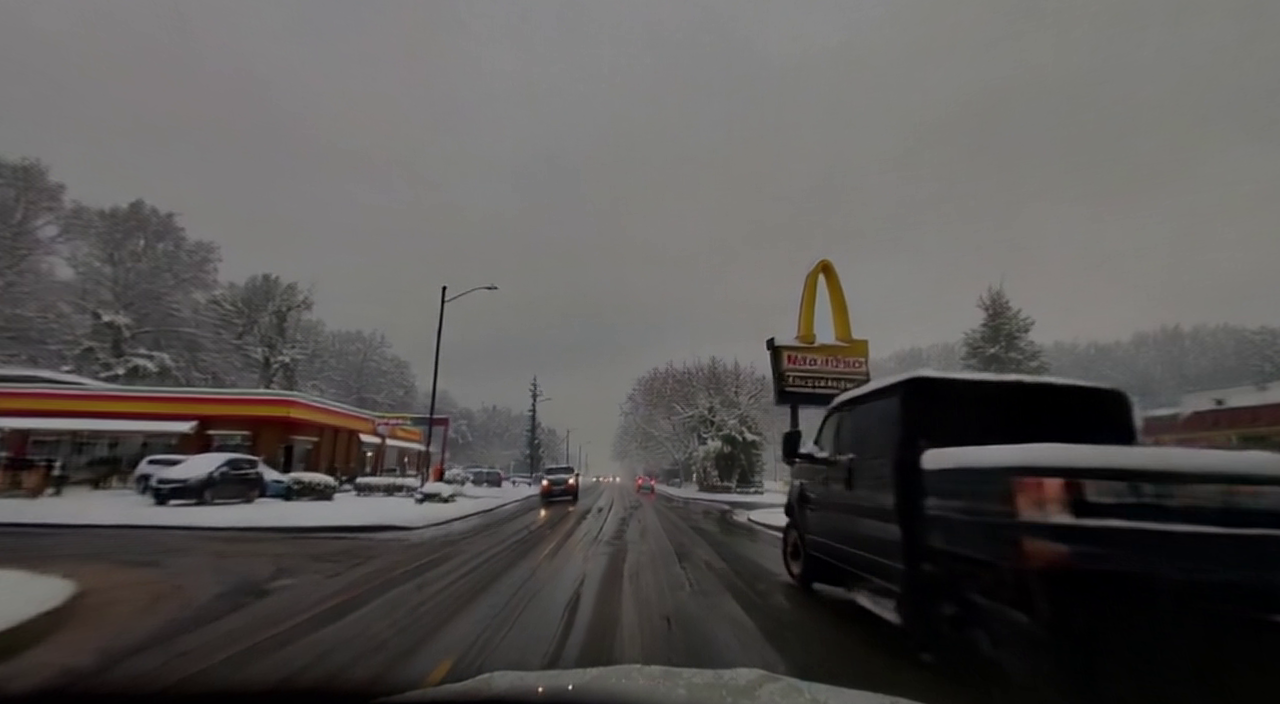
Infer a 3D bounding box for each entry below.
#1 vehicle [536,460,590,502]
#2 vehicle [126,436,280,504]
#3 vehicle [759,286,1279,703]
[{"bbox_3d":[-3.732,6.397,31.469,2.165,1.889,4.825,1,-11,-1],"label":"vehicle"},{"bbox_3d":[-13.744,3.718,20.200,2.062,1.889,4.115,2,-9,-4],"label":"vehicle"},{"bbox_3d":[3.246,1.493,6.641,2.472,2.484,6.609,1,-11,-2],"label":"vehicle"}]
